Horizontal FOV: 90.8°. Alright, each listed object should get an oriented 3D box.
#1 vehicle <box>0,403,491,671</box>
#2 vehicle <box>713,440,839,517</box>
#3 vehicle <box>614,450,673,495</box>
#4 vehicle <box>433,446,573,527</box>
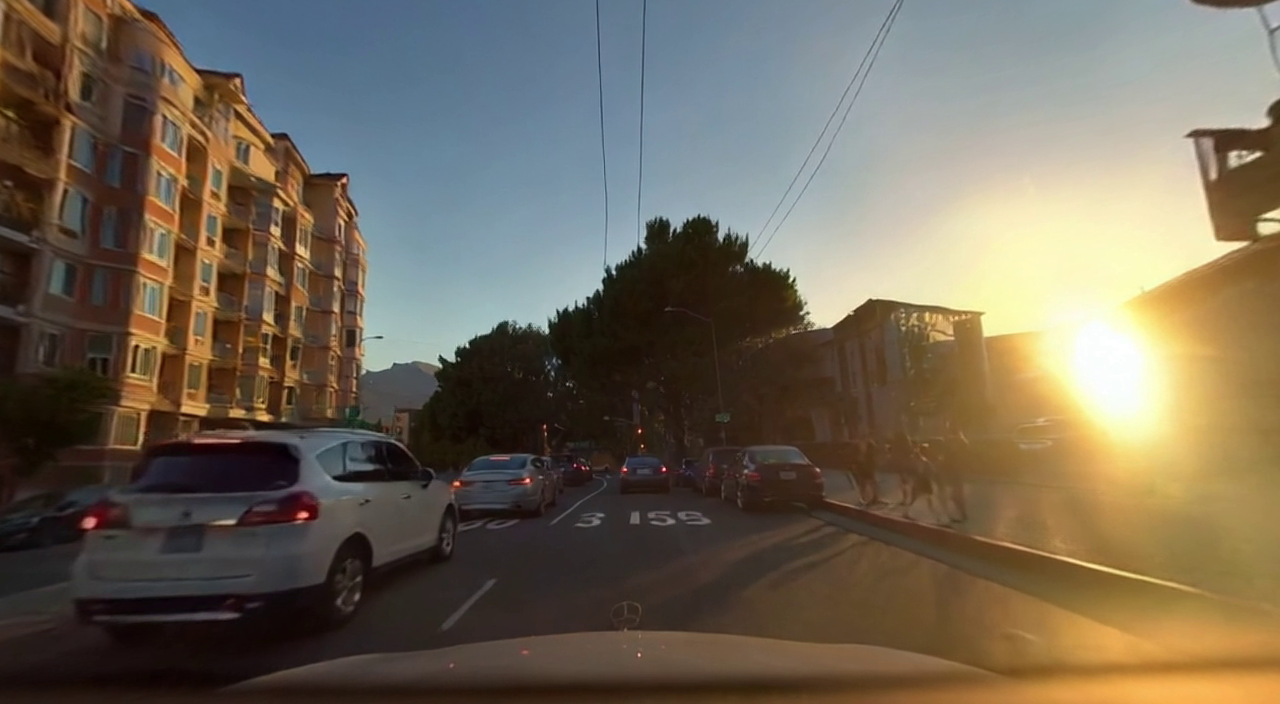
[{"bbox_3d":[-3.052,1.505,6.302,2.065,1.705,4.353,0,-8,0],"label":"vehicle"},{"bbox_3d":[2.928,2.815,14.660,1.933,1.501,4.349,0,-8,0],"label":"vehicle"},{"bbox_3d":[0.074,4.459,23.655,2.026,1.496,3.701,0,-8,-1],"label":"vehicle"},{"bbox_3d":[-2.812,2.856,14.124,2.109,1.477,4.509,0,-8,0],"label":"vehicle"}]
